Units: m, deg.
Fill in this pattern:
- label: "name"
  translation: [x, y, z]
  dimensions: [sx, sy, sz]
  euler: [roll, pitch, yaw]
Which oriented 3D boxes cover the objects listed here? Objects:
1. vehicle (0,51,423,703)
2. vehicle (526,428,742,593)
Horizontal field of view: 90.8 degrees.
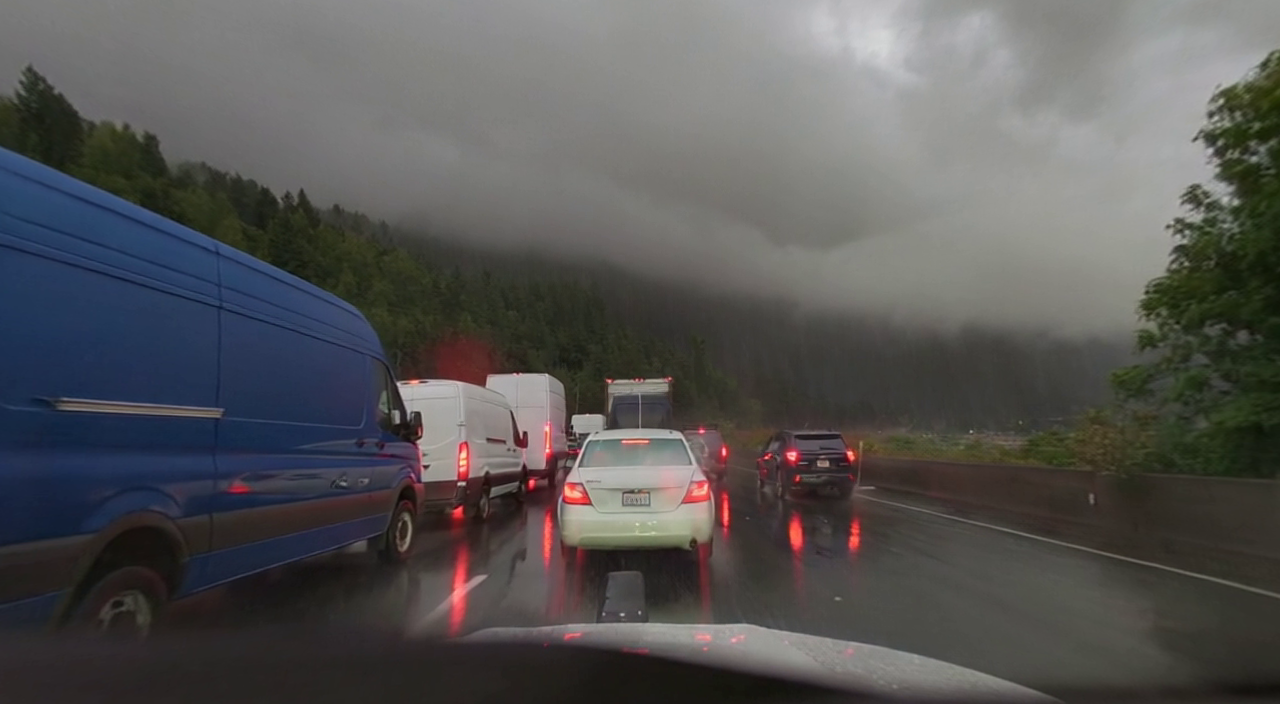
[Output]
- label: "vehicle"
  translation: [-4.031, 0.528, 5.258]
  dimensions: [2.254, 2.879, 6.656]
  euler: [0, -9, -2]
- label: "vehicle"
  translation: [-0.096, 1.734, 7.607]
  dimensions: [1.995, 1.495, 3.380]
  euler: [0, -9, -1]
